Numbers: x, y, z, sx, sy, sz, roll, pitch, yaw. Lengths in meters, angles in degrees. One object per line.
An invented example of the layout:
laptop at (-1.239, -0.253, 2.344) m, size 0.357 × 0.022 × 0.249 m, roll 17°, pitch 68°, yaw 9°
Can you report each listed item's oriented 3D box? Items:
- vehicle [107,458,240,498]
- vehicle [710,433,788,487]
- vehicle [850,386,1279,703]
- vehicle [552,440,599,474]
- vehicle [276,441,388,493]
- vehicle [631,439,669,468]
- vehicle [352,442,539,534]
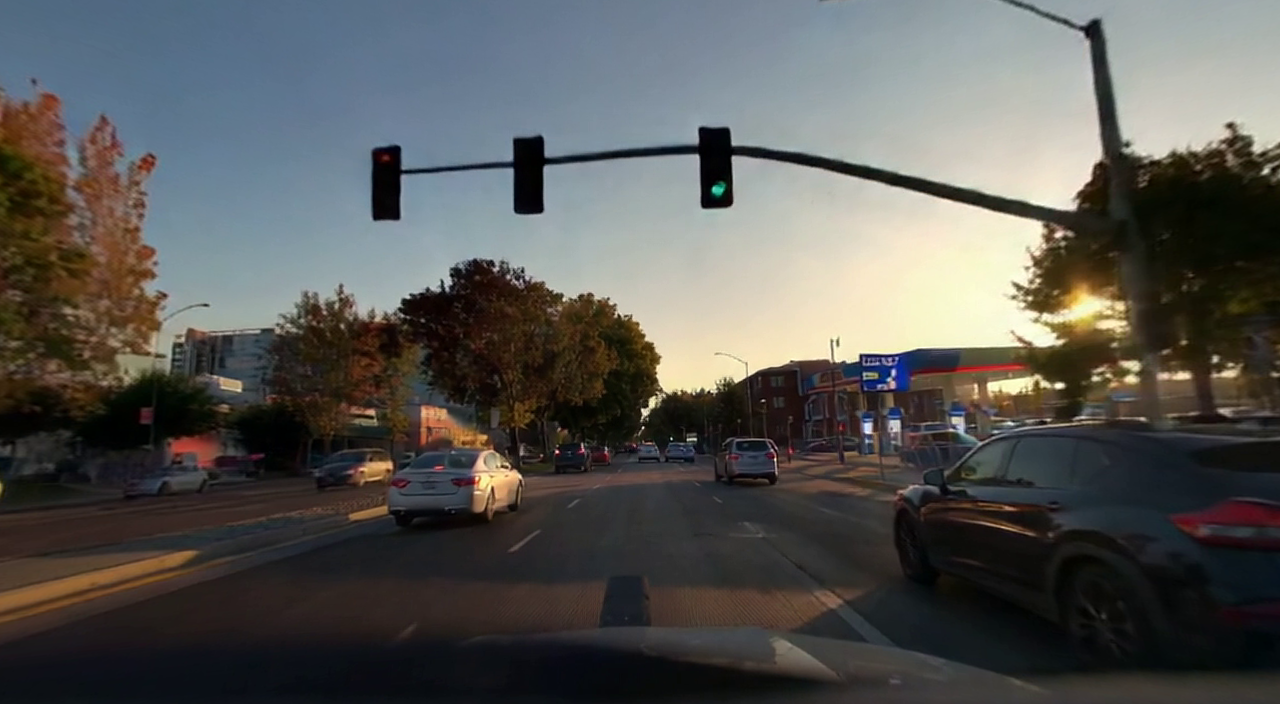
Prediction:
vehicle at (-20.518, 5.531, 28.057) m, size 2.223 × 1.461 × 4.721 m, roll 0°, pitch -8°, yaw 2°
vehicle at (3.830, 3.879, 23.008) m, size 1.980 × 1.709 × 4.813 m, roll 0°, pitch -8°, yaw 0°
vehicle at (3.152, 1.190, 4.304) m, size 1.919 × 1.502 × 4.572 m, roll 0°, pitch -8°, yaw 1°
vehicle at (-3.318, 5.480, 33.211) m, size 1.988 × 1.645 × 3.995 m, roll 0°, pitch -8°, yaw 1°
vehicle at (-11.716, 4.360, 24.398) m, size 2.012 × 1.781 × 4.599 m, roll 0°, pitch -8°, yaw 0°
vehicle at (0.600, 6.229, 38.740) m, size 2.192 × 1.674 × 4.124 m, roll 0°, pitch -8°, yaw 0°
vehicle at (-3.275, 2.372, 11.707) m, size 2.013 × 1.354 × 4.393 m, roll 0°, pitch -8°, yaw 1°
